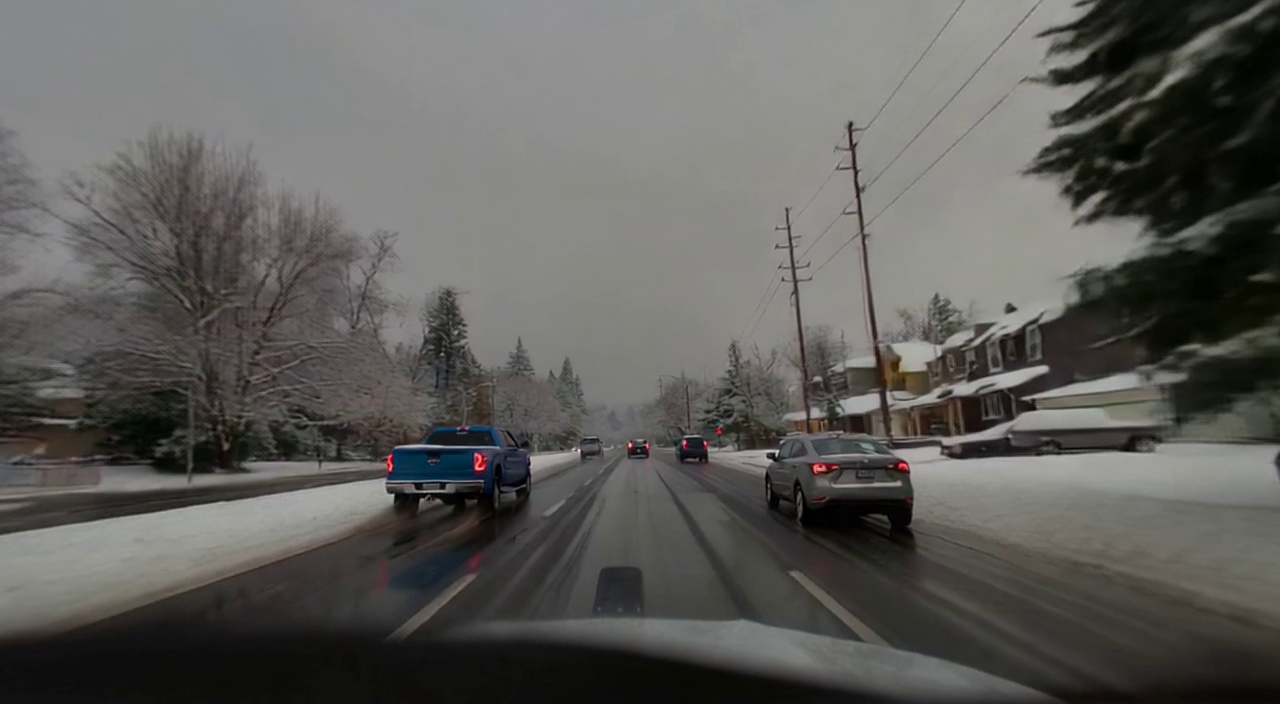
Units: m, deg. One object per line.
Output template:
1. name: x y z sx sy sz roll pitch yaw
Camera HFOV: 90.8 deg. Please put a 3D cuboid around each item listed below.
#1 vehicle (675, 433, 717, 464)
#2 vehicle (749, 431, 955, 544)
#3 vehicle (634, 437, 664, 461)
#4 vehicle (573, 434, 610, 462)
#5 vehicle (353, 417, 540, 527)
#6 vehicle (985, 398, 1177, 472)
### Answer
1. vehicle: 3.477 6.066 40.097 2.099 1.845 4.363 0 -8 -2
2. vehicle: 3.153 2.066 10.449 1.884 1.463 4.195 0 -8 -1
3. vehicle: 0.613 6.936 45.498 1.997 1.636 3.760 0 -8 -2
4. vehicle: -3.349 6.699 44.367 2.218 1.829 4.492 0 -8 0
5. vehicle: -3.519 2.283 12.818 2.111 1.745 5.274 0 -8 0
6. vehicle: 14.951 2.848 21.678 4.801 2.233 2.222 -2 -8 -1
